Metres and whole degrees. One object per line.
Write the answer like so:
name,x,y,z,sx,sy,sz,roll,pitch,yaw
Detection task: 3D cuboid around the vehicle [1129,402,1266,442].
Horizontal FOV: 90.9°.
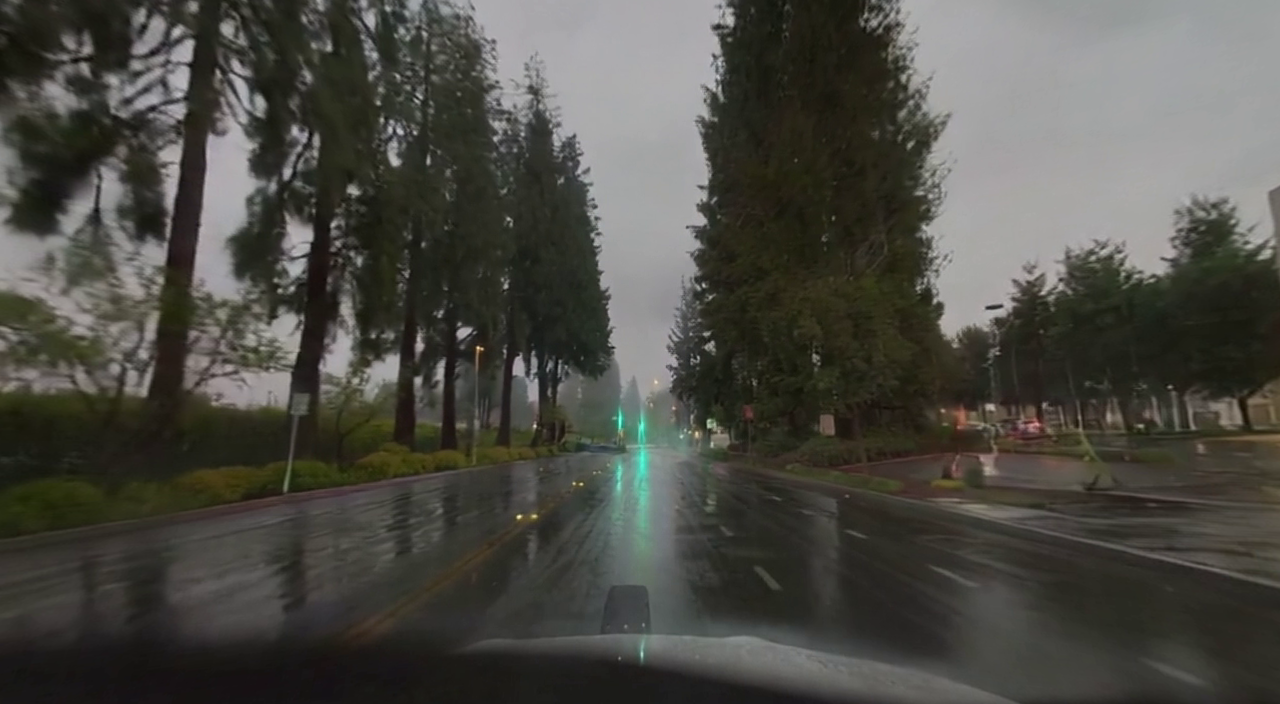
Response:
vehicle,29.224,3.712,33.396,2.116,1.879,5.844,-2,-7,3

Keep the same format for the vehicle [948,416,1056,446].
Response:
vehicle,22.728,4.957,39.706,5.623,1.647,1.832,-2,-6,0
